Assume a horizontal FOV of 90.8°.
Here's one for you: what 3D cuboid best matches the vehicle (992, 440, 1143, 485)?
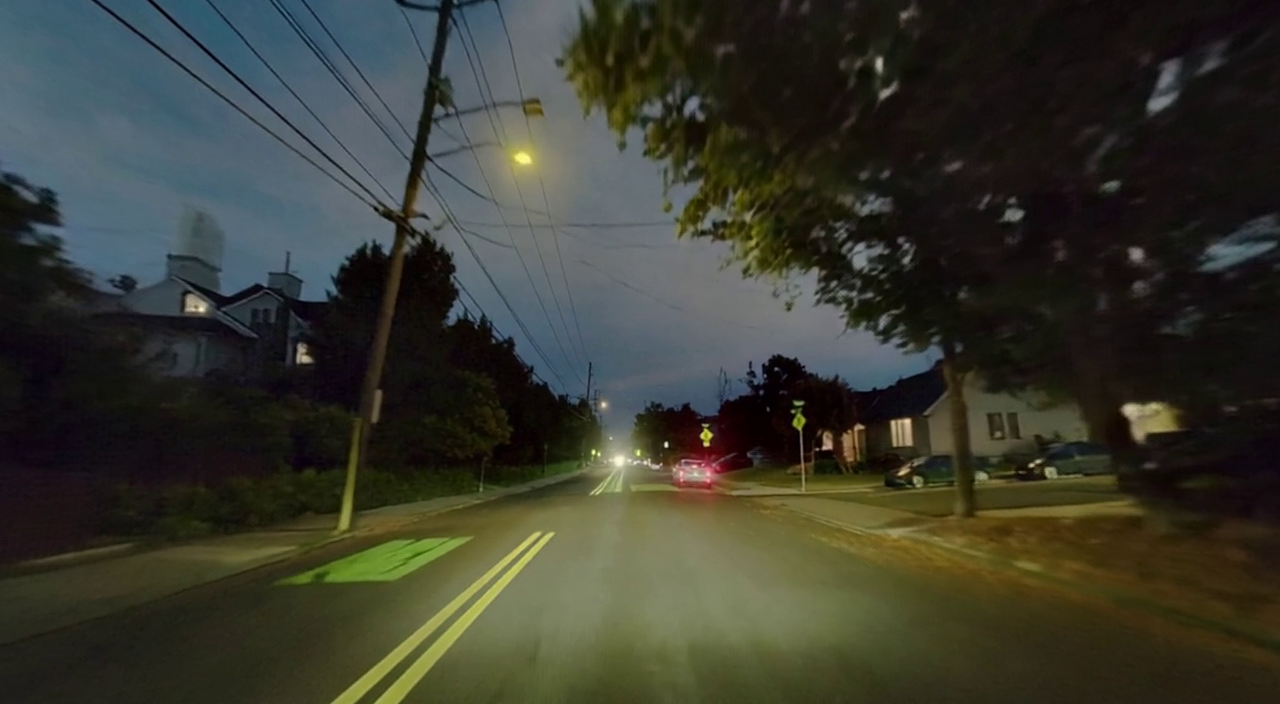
[{"bbox_3d":[16.922,4.374,25.159,4.578,1.675,2.010,0,-9,-5],"label":"vehicle"}]

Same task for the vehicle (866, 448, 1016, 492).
[{"bbox_3d":[11.636,4.628,24.671,4.809,1.494,1.940,-1,-13,-3],"label":"vehicle"}]

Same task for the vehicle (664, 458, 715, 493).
[{"bbox_3d":[2.470,6.369,32.919,1.989,1.545,5.423,0,-8,-2],"label":"vehicle"}]

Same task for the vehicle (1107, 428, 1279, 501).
[{"bbox_3d":[14.119,2.682,15.288,4.277,1.588,1.830,0,-9,-6],"label":"vehicle"}]
